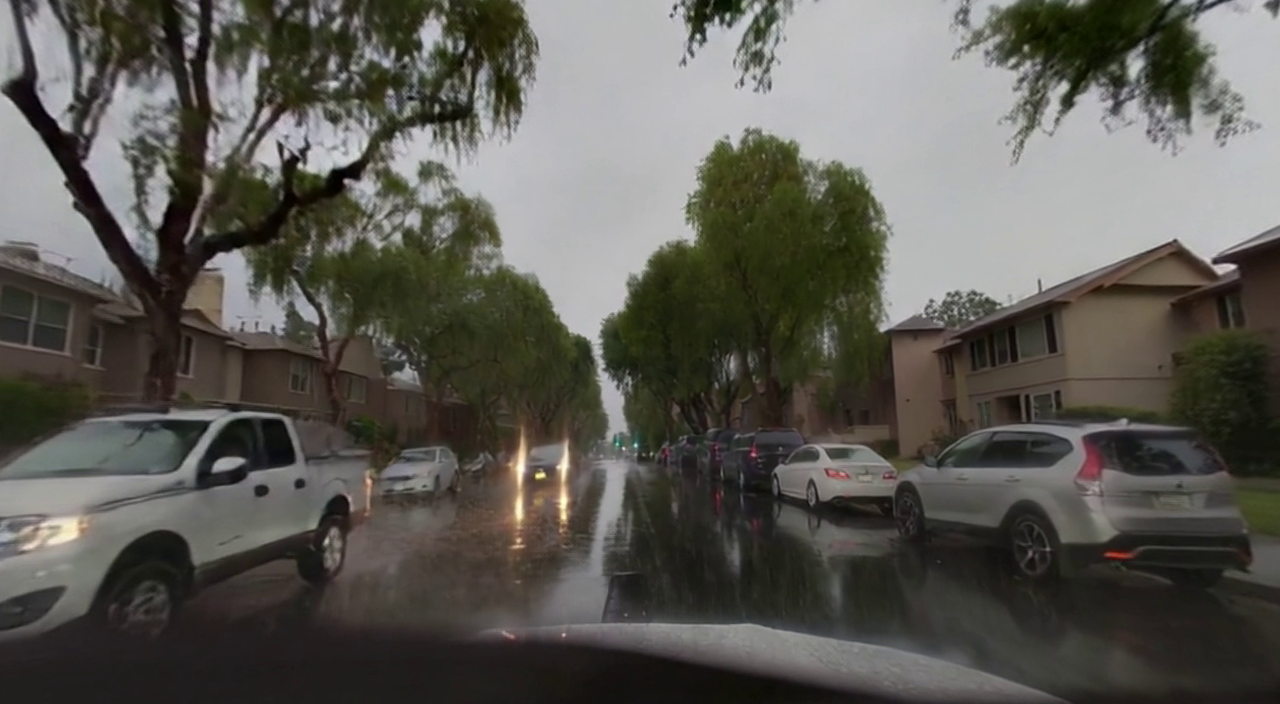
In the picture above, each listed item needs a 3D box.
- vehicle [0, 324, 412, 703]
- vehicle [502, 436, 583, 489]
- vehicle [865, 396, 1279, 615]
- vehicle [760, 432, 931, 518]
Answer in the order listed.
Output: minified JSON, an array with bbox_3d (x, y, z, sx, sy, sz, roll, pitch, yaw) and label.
[{"bbox_3d":[-3.949,1.211,5.628,2.197,2.047,4.985,0,-8,-3],"label":"vehicle"},{"bbox_3d":[-2.969,3.469,20.195,1.971,1.476,4.593,0,-8,-1],"label":"vehicle"},{"bbox_3d":[4.563,1.544,7.390,1.937,1.722,4.575,0,-8,-3],"label":"vehicle"},{"bbox_3d":[4.168,2.550,13.719,1.876,1.538,4.447,0,-8,-5],"label":"vehicle"}]
